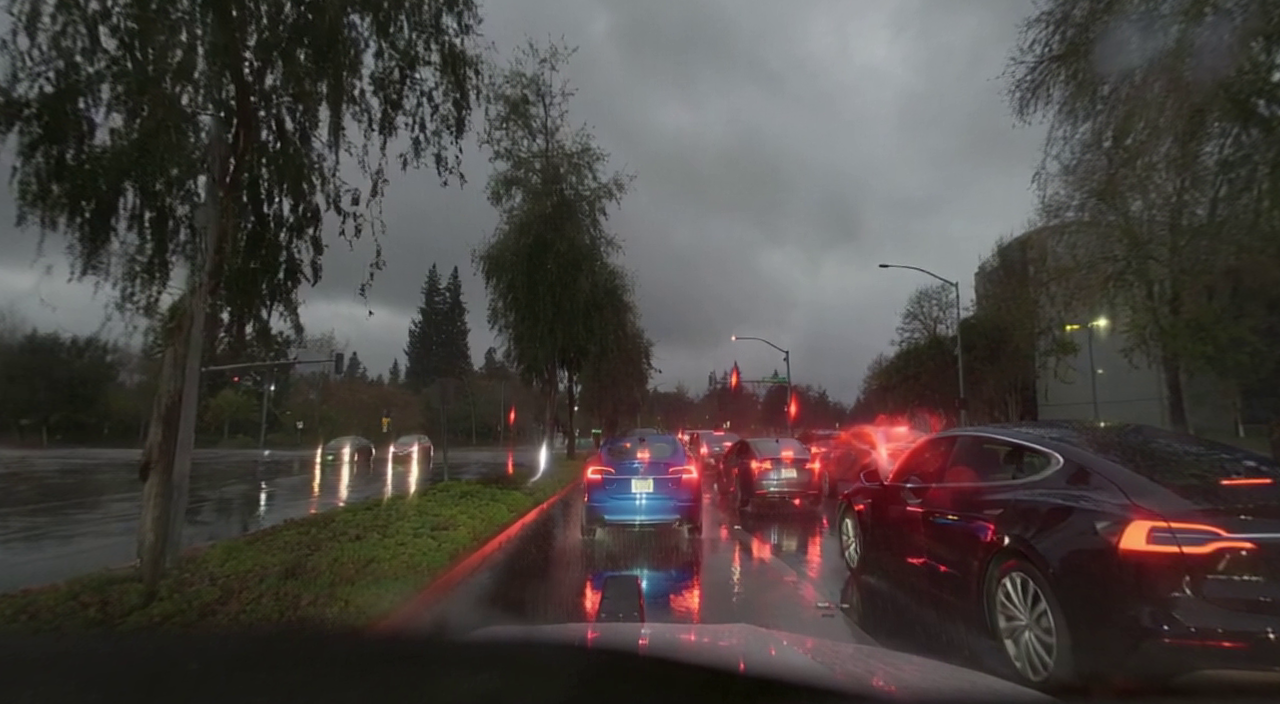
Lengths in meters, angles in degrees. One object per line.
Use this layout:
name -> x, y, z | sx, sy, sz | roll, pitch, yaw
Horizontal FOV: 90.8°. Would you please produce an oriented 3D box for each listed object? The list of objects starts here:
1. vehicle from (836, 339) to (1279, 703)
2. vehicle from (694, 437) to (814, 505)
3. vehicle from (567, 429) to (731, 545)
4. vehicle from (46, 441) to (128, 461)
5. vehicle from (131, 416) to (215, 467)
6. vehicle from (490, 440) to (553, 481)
vehicle -> 3.186, 1.111, 4.301 | 2.167, 1.676, 4.443 | 0, -8, -1
vehicle -> 2.699, 2.933, 16.042 | 2.058, 1.466, 4.208 | 0, -8, -3
vehicle -> 0.031, 2.088, 10.485 | 2.147, 1.499, 4.240 | 0, -8, -2
vehicle -> -42.149, 7.538, 48.217 | 4.418, 1.415, 1.941 | 0, -8, -2
vehicle -> -29.263, 5.615, 39.706 | 2.608, 2.990, 3.026 | 2, -8, 3
vehicle -> -4.634, 4.283, 25.258 | 1.972, 1.457, 4.171 | 0, -8, -4
